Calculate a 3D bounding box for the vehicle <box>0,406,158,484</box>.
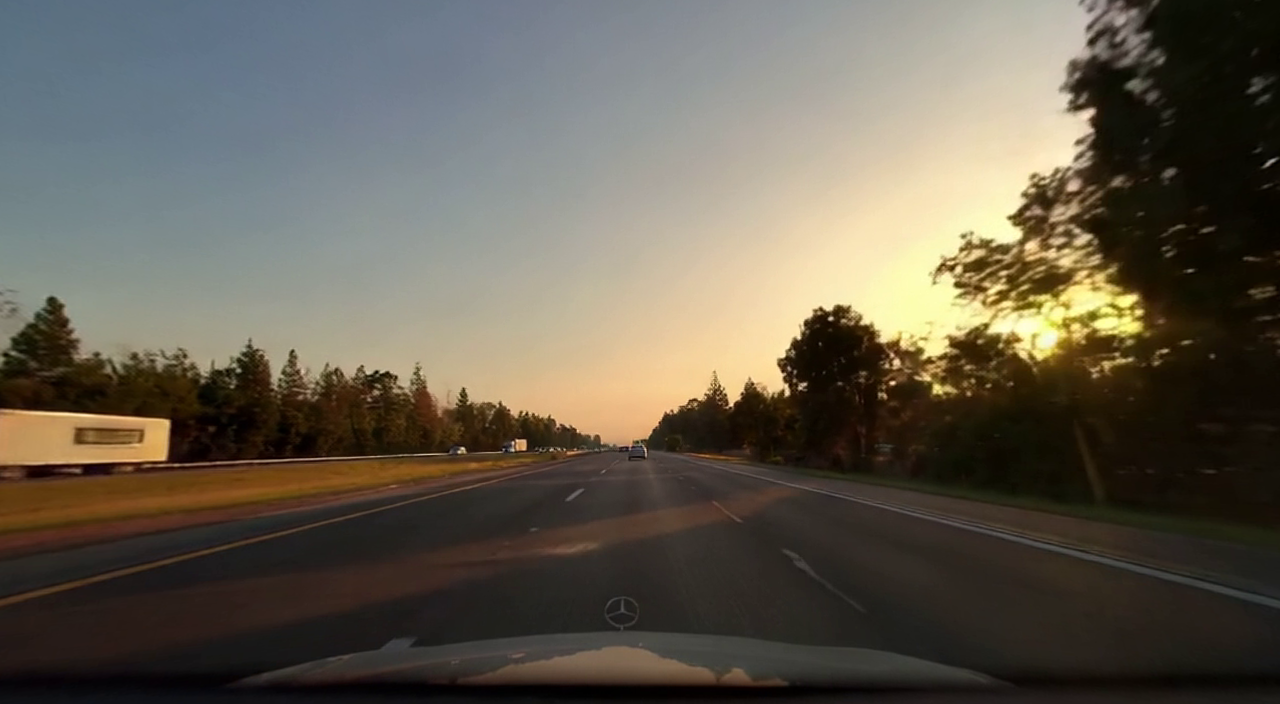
[{"bbox_3d":[-36.174,5.604,37.799,2.916,4.200,15.256,0,-9,-1],"label":"vehicle"}]
